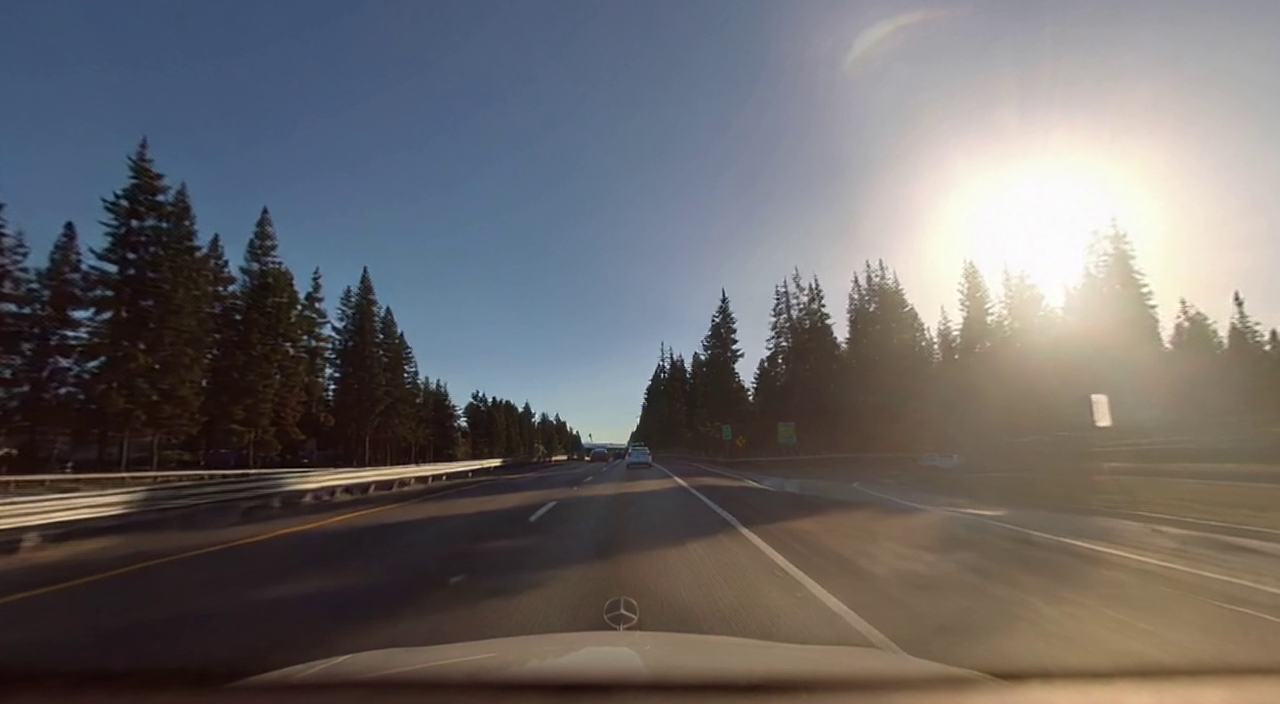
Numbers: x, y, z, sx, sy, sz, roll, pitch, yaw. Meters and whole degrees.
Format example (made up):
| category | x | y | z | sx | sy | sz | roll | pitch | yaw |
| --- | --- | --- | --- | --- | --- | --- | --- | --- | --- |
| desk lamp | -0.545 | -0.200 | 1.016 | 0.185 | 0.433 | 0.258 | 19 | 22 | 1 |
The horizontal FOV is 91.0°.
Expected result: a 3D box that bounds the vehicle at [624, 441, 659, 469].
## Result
| category | x | y | z | sx | sy | sz | roll | pitch | yaw |
| --- | --- | --- | --- | --- | --- | --- | --- | --- | --- |
| vehicle | 0.066 | 6.426 | 39.540 | 2.130 | 1.684 | 3.826 | 0 | -8 | 0 |
